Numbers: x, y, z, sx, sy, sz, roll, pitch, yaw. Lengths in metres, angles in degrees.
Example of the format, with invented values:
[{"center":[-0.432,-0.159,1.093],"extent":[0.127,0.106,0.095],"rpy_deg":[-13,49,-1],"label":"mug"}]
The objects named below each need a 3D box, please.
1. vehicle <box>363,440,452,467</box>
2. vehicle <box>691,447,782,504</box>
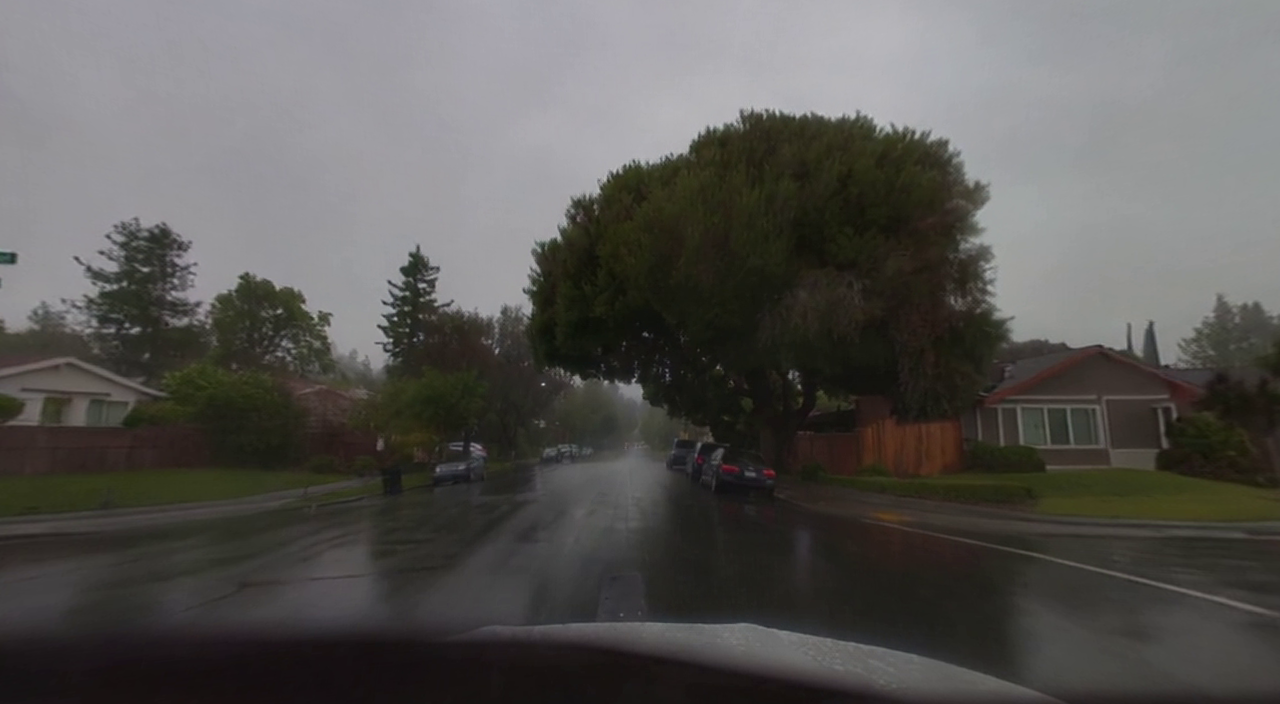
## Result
[{"center":[-13.515,5.930,36.972],"extent":[4.423,1.522,1.961],"rpy_deg":[0,-8,-2],"label":"vehicle"},{"center":[2.787,3.669,19.251],"extent":[1.881,1.487,4.183],"rpy_deg":[1,-8,-3],"label":"vehicle"}]
